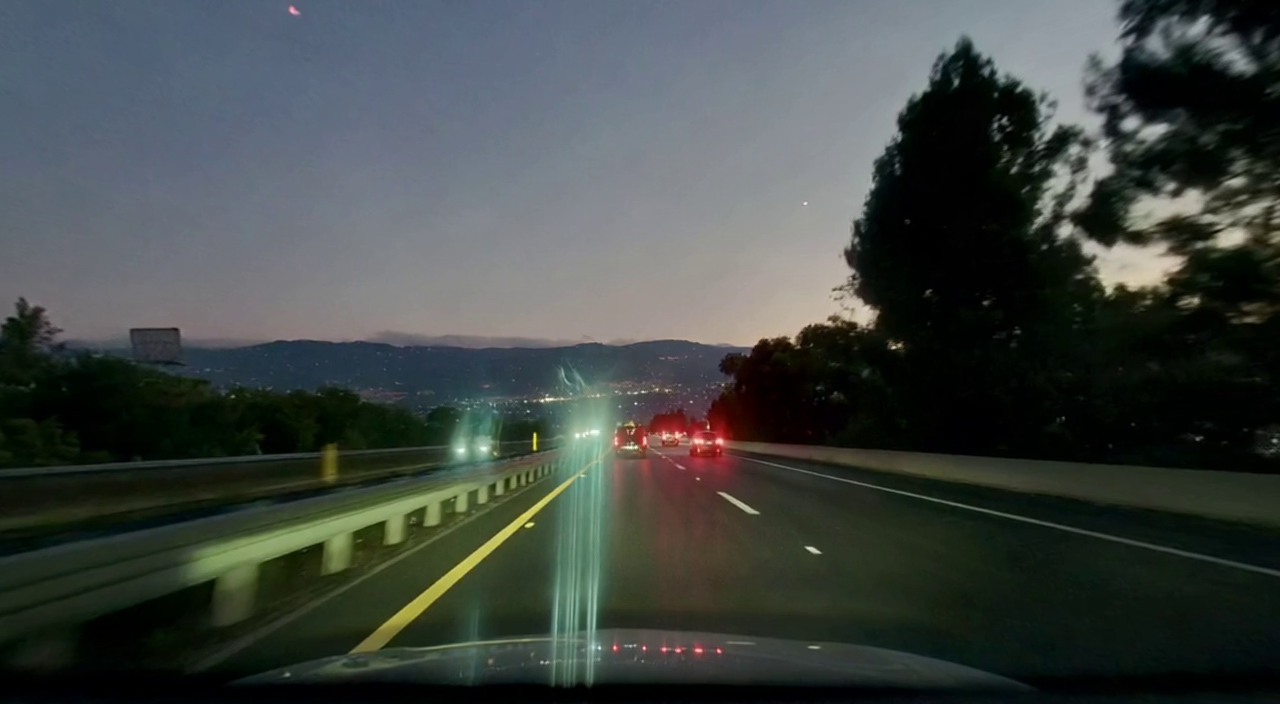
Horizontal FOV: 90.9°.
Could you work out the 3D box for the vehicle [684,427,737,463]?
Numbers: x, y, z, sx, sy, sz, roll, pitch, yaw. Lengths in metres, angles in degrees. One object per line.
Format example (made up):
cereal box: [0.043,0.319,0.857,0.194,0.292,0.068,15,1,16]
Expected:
vehicle: [3.349,4.516,30.749,1.981,1.606,3.956,0,-8,-2]

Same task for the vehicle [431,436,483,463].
vehicle: [-10.808,5.781,37.503,1.888,1.486,4.330,0,-8,-2]

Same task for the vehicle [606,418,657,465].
vehicle: [-0.433,4.277,30.315,2.270,2.044,4.633,0,-8,-2]
